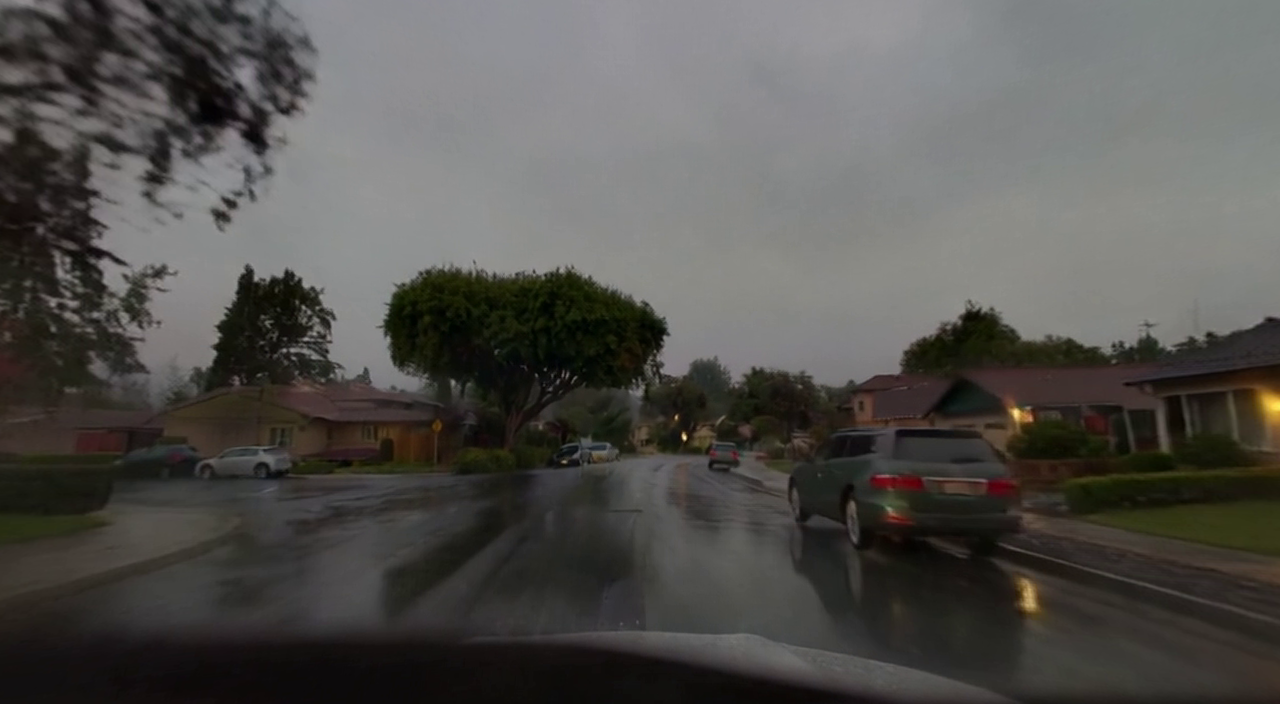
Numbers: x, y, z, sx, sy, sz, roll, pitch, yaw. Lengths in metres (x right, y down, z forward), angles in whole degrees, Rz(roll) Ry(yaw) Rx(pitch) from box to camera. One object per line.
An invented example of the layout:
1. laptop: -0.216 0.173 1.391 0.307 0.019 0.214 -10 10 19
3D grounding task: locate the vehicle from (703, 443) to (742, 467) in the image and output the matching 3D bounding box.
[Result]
1. vehicle: 6.012 7.380 45.496 2.075 1.657 4.648 -2 -9 16

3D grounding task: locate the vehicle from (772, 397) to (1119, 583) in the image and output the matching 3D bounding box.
1. vehicle: 3.540 1.726 8.752 2.228 1.813 4.901 0 -9 -1

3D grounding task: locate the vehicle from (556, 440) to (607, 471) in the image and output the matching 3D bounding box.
1. vehicle: -3.757 6.716 41.209 2.041 1.762 4.508 -3 -8 11

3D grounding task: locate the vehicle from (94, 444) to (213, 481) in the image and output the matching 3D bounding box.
1. vehicle: -20.637 4.693 26.896 3.610 1.501 1.814 -1 -9 4

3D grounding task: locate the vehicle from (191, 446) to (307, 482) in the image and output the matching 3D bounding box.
1. vehicle: -16.449 4.705 26.705 3.734 1.441 1.756 -1 -9 4
